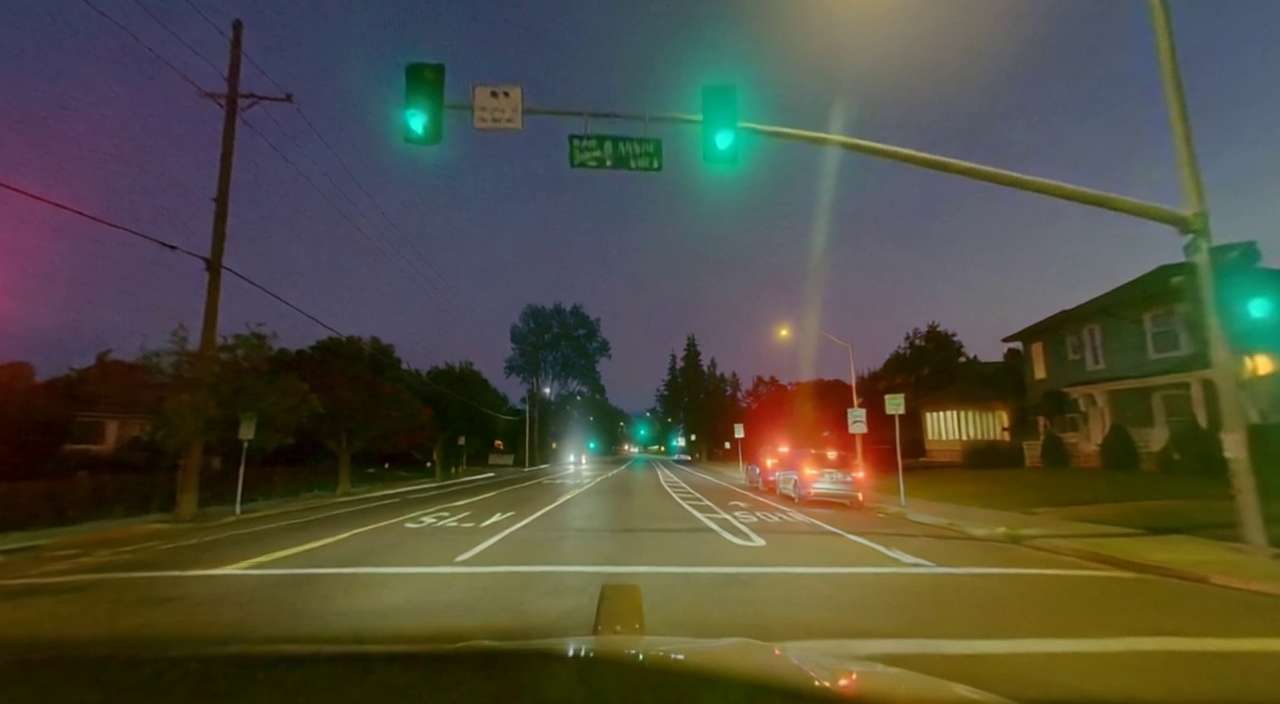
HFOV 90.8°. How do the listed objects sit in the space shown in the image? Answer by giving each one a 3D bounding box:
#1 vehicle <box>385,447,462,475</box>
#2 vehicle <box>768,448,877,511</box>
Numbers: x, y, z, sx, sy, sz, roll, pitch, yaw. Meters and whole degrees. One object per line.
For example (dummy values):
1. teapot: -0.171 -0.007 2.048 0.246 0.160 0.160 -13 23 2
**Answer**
1. vehicle: -16.177 8.106 47.220 5.125 1.941 2.086 4 -10 -26
2. vehicle: 5.175 3.638 18.617 1.891 1.611 4.269 0 -9 0
